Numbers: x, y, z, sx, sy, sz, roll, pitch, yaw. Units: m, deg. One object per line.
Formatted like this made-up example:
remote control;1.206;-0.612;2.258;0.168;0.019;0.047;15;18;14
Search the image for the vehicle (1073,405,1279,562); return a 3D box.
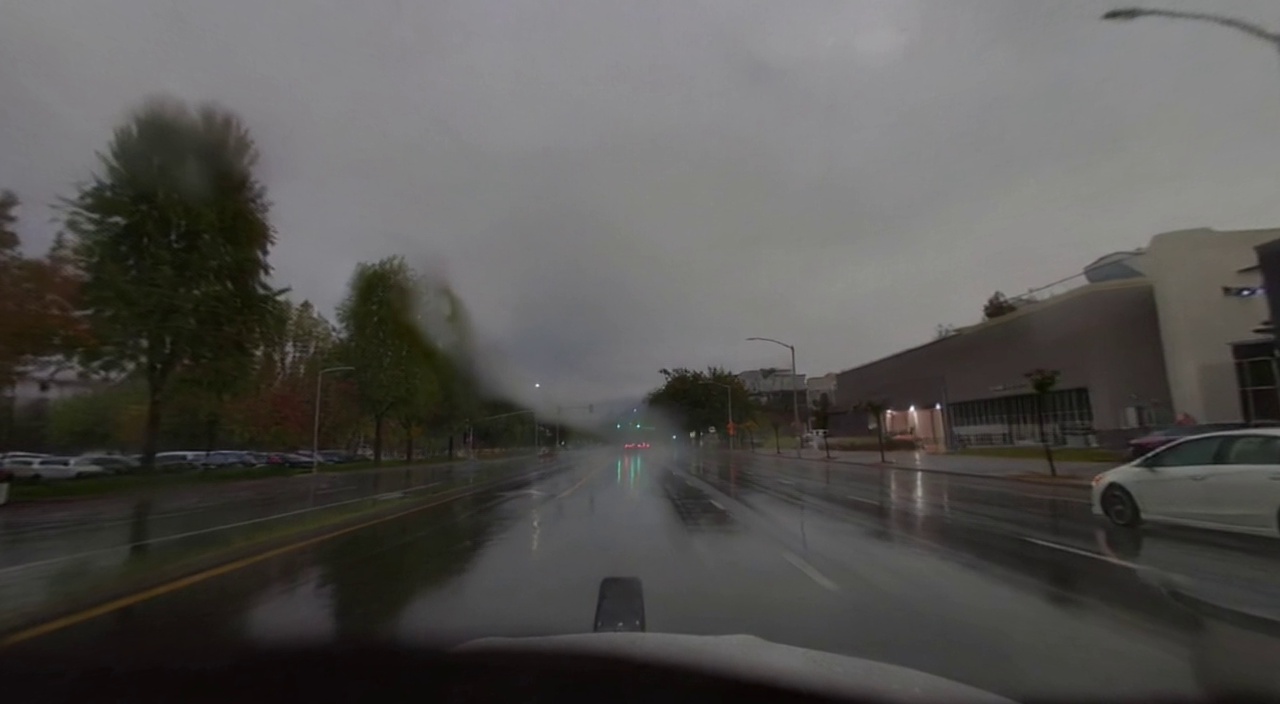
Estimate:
vehicle;7.677;1.503;7.508;1.918;1.632;4.368;0;-8;0
